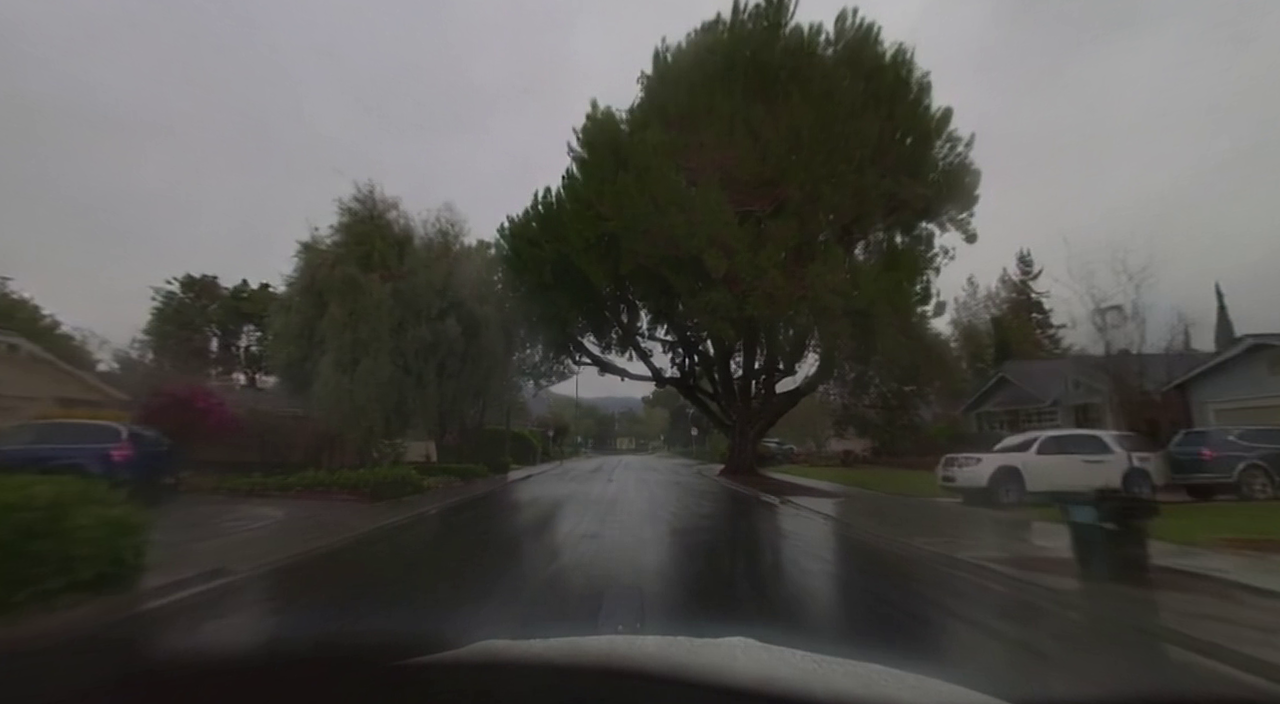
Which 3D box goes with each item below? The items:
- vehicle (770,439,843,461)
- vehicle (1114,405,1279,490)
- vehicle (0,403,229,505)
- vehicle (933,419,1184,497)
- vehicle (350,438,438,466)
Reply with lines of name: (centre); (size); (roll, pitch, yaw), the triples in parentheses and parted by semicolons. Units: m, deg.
vehicle: (11.917, 7.032, 45.366); (4.686, 1.466, 1.869); (0, -8, -1)
vehicle: (15.294, 2.384, 15.615); (5.395, 1.917, 2.153); (1, -9, -1)
vehicle: (-12.448, 2.169, 13.558); (5.618, 1.997, 2.201); (0, -8, -1)
vehicle: (9.814, 2.507, 15.142); (4.582, 1.719, 1.947); (0, -8, 0)
vehicle: (-13.768, 5.623, 35.546); (4.190, 1.529, 1.880); (0, -8, -4)
